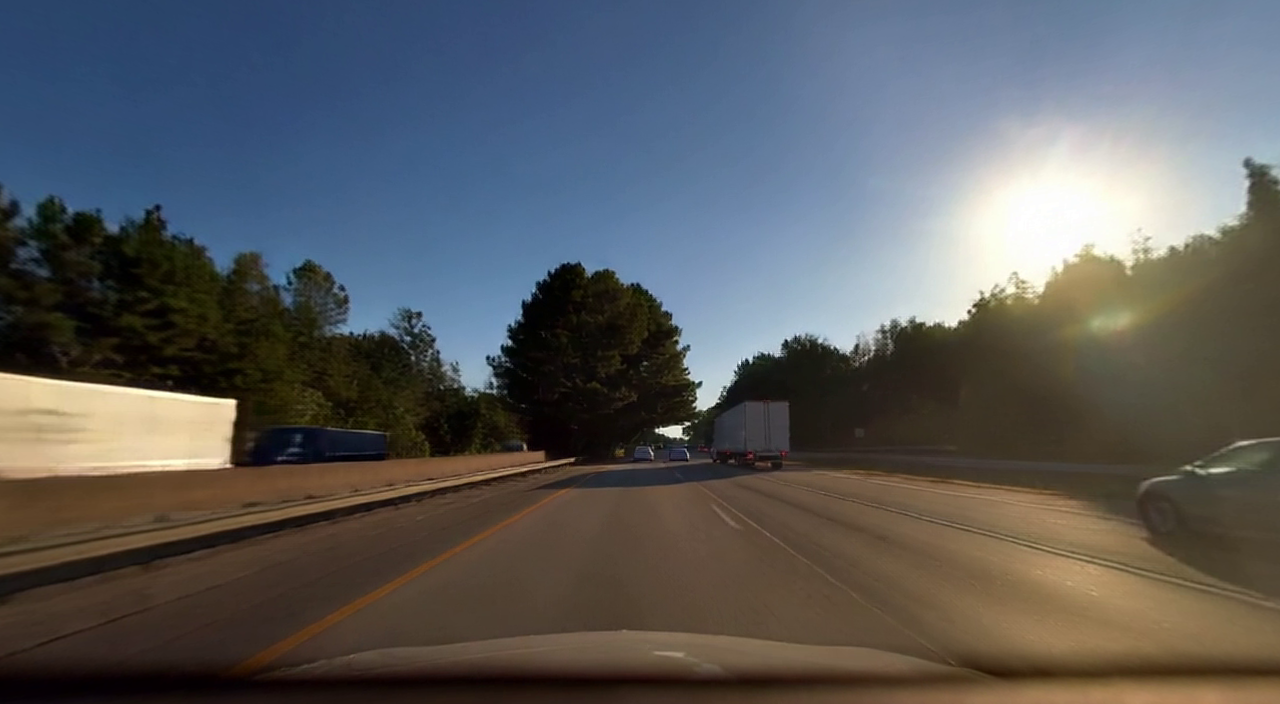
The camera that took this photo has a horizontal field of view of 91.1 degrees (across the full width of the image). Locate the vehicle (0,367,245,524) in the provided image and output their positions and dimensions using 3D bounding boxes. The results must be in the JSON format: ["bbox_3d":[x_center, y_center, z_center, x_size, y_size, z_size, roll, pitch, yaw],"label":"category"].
[{"bbox_3d":[-16.977,3.034,20.422,2.811,4.030,8.188,0,-9,0],"label":"vehicle"}]

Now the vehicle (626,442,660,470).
[{"bbox_3d":[0.178,6.880,41.802,2.114,1.706,4.106,0,-9,0],"label":"vehicle"}]

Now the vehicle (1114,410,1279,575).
[{"bbox_3d":[7.430,1.363,6.031,2.011,1.638,4.737,0,-9,-1],"label":"vehicle"}]

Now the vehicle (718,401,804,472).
[{"bbox_3d":[7.874,5.933,43.450,3.044,4.073,14.016,0,-9,0],"label":"vehicle"}]
